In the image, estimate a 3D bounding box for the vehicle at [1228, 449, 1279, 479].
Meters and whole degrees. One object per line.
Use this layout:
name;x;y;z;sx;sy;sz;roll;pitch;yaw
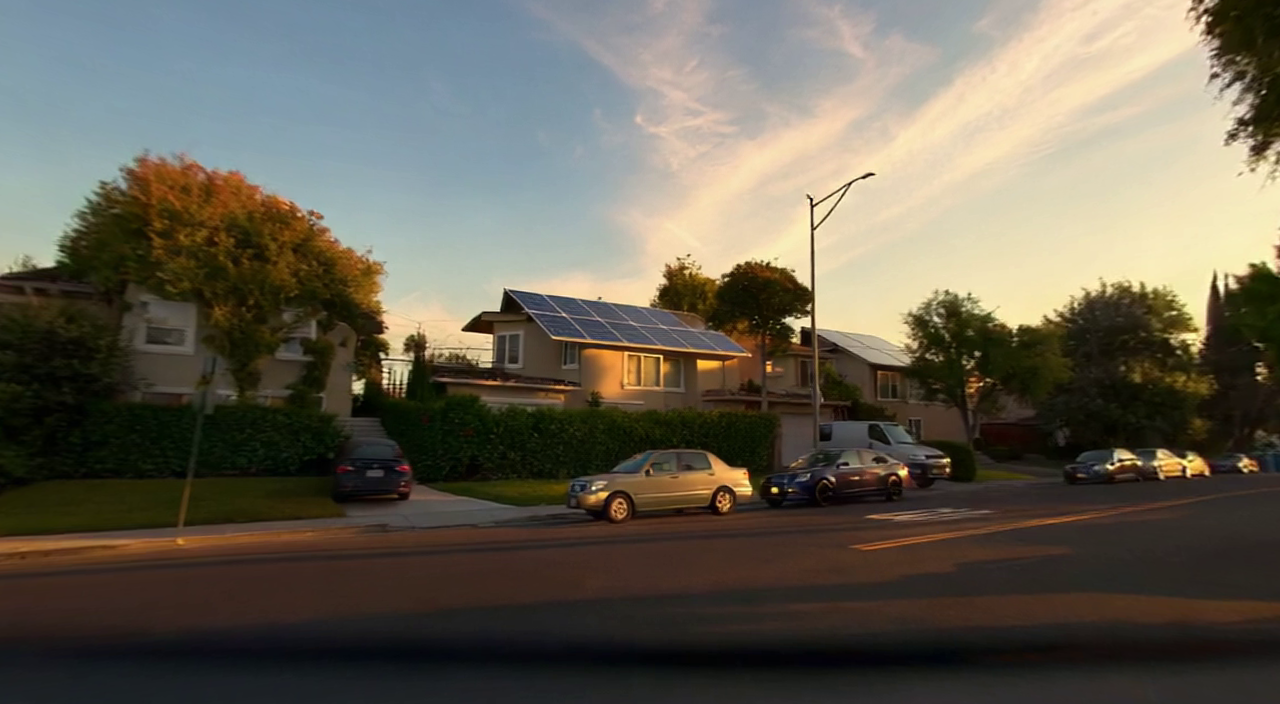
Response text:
vehicle;35.504;6.351;35.937;4.068;1.470;1.921;5;-9;-35

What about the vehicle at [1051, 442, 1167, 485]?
vehicle;17.705;4.249;23.722;4.676;1.472;1.901;7;-14;-34

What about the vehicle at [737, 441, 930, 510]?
vehicle;4.717;2.890;15.164;4.601;1.406;1.848;5;-11;-33

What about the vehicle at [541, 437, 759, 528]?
vehicle;0.264;2.463;12.211;3.838;1.488;1.805;7;-11;-33

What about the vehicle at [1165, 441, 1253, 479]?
vehicle;27.019;5.131;29.880;4.483;1.563;1.818;9;-12;-32

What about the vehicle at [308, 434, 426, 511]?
vehicle;-6.250;2.608;14.233;1.876;1.476;3.484;5;-9;-32
